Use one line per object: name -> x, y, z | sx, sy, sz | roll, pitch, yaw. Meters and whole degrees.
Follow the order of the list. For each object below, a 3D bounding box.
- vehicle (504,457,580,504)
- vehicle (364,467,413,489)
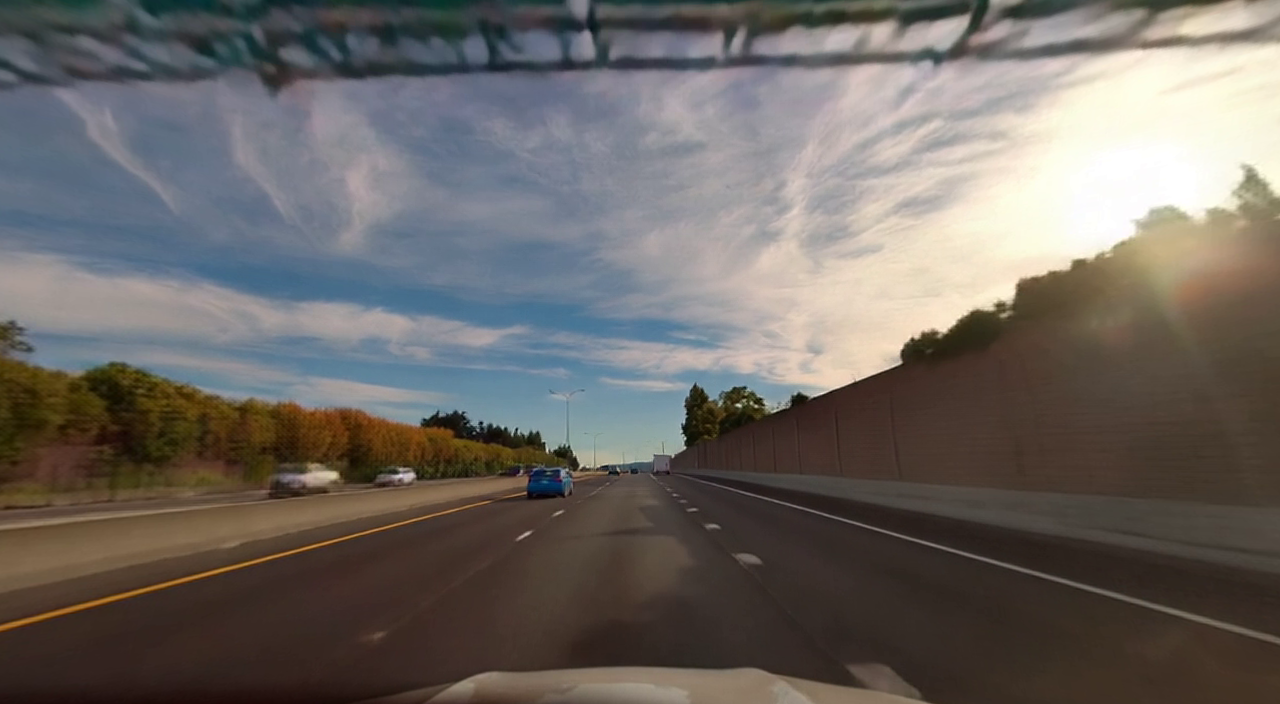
vehicle -> -3.498, 4.710, 23.355 | 2.045, 1.487, 4.582 | 1, -10, 0
vehicle -> -17.940, 9.006, 45.123 | 1.751, 1.433, 4.152 | 1, -10, 1
